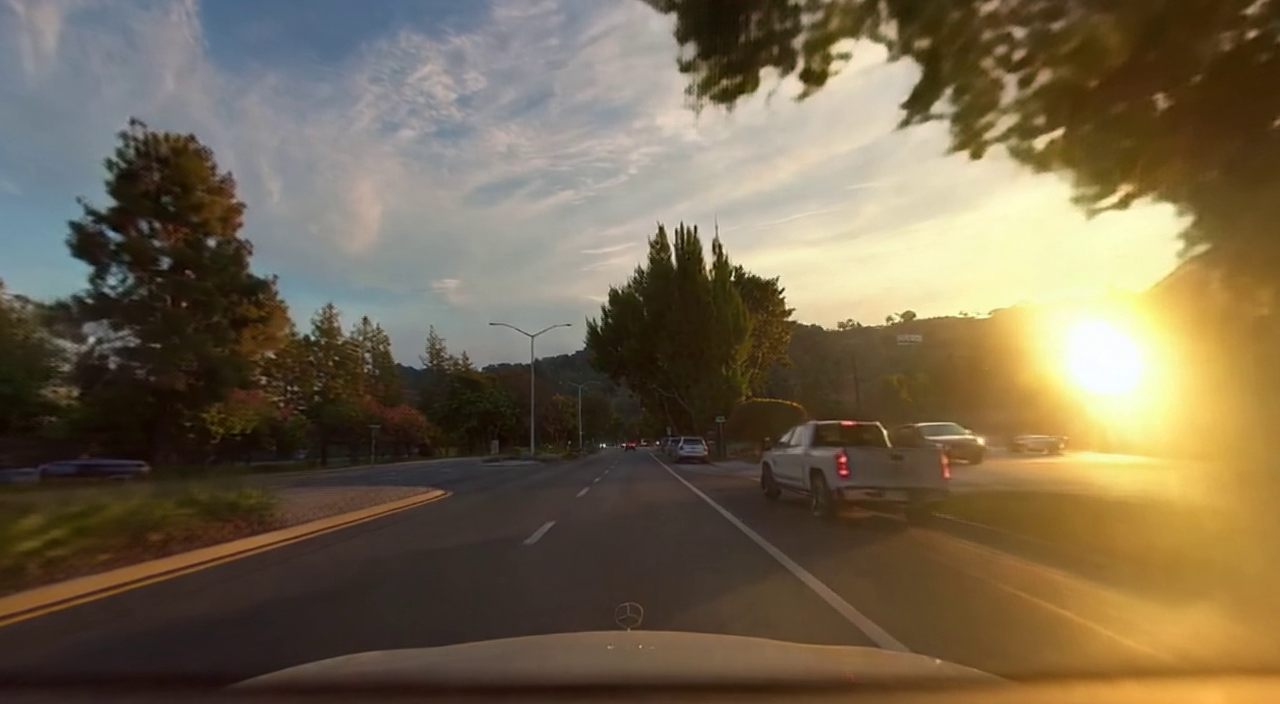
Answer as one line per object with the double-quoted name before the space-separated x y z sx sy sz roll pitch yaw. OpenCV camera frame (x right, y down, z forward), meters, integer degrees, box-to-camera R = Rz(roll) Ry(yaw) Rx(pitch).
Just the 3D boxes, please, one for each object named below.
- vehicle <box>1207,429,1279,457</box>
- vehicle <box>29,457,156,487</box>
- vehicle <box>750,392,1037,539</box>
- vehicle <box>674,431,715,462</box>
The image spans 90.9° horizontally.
"vehicle" 38.484 5.645 39.350 1.870 1.514 4.544 -5 -8 -1
"vehicle" -29.045 6.376 33.565 4.719 1.433 1.995 0 -8 -5
"vehicle" 3.799 1.862 11.010 2.493 1.896 5.433 0 -8 -3
"vehicle" 3.456 6.076 40.534 2.144 1.848 4.159 0 -8 -2
